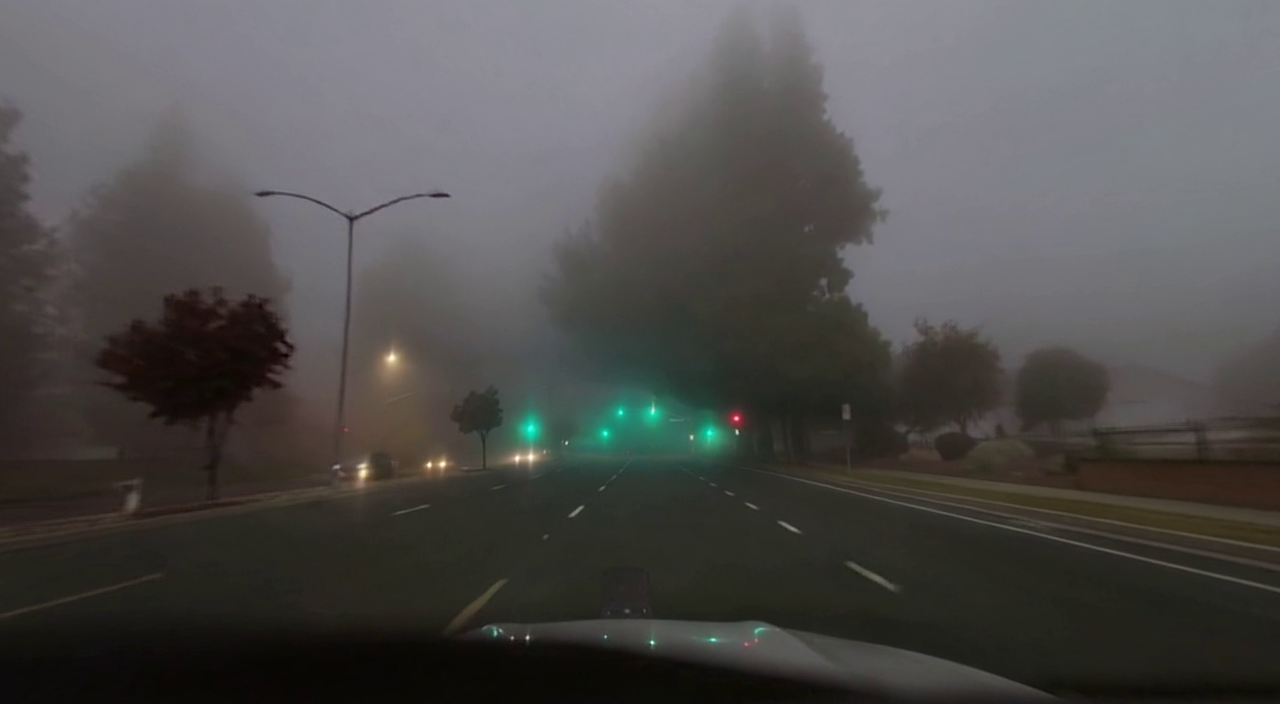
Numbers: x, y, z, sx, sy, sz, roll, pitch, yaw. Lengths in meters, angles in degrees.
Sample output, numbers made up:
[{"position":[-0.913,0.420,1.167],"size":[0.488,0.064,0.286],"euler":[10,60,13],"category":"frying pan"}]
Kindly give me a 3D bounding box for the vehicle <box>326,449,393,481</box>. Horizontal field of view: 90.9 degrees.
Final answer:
[{"position":[-16.487,6.638,37.278],"size":[1.935,1.686,4.202],"euler":[-1,-9,1],"category":"vehicle"}]
